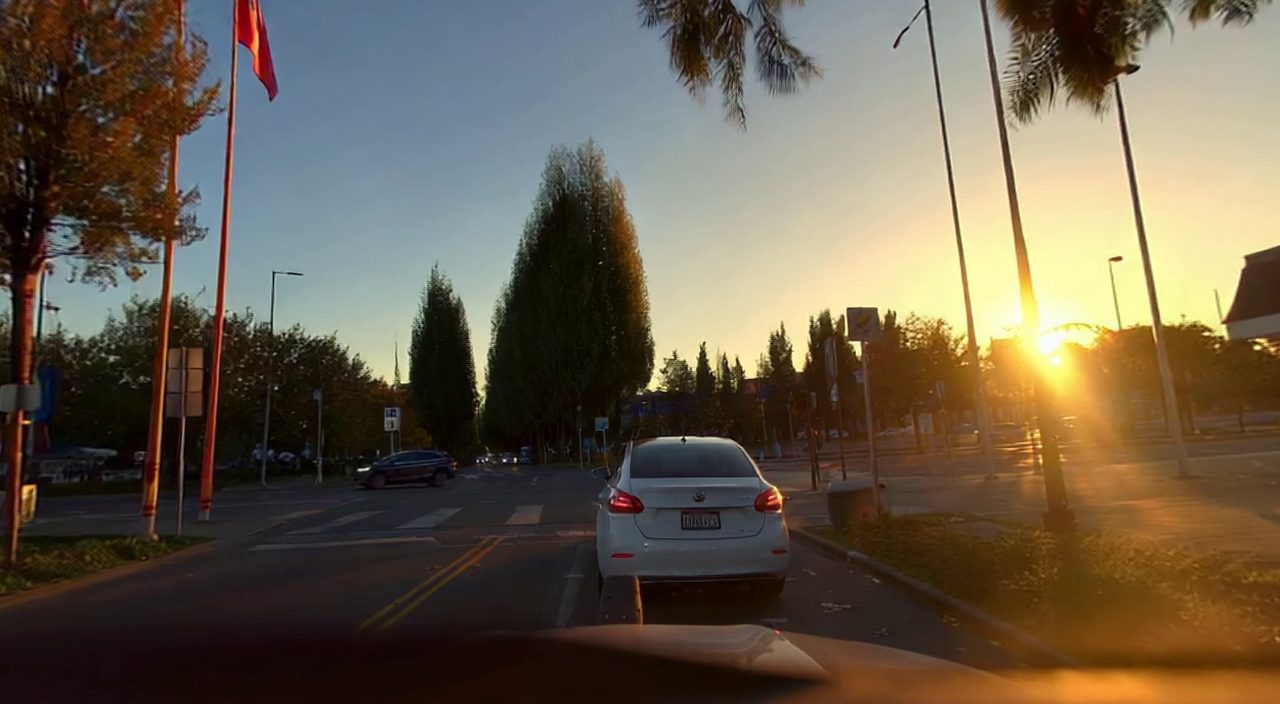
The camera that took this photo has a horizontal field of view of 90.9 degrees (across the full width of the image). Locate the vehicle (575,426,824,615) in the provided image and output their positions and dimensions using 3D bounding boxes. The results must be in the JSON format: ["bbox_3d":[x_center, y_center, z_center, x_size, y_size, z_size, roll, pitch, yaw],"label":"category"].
[{"bbox_3d":[0.382,1.622,6.904,1.985,1.463,3.647,0,-9,-3],"label":"vehicle"}]

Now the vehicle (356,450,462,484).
[{"bbox_3d":[-10.777,5.417,29.671,4.278,1.475,1.804,0,-11,-5],"label":"vehicle"}]
